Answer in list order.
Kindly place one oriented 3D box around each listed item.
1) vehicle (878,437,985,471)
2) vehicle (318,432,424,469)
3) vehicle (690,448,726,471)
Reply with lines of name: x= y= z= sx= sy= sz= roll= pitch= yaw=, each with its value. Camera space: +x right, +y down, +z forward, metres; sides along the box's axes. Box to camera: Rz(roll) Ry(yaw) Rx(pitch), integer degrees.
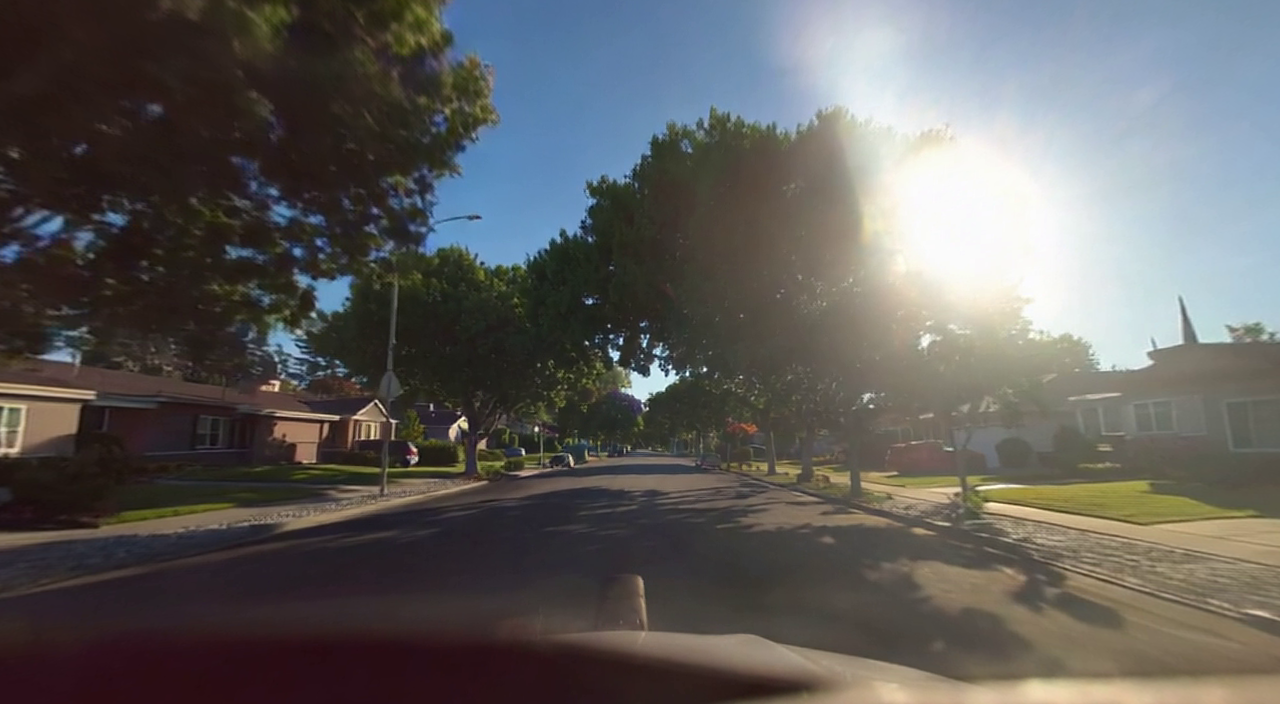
vehicle: x=14.280 y=4.964 z=31.001 sx=4.391 sy=1.555 sz=1.953 roll=1 pitch=-7 yaw=-12
vehicle: x=-15.257 y=5.661 z=35.972 sx=5.003 sy=1.805 sz=2.041 roll=10 pitch=-13 yaw=-37
vehicle: x=4.692 y=7.479 z=44.134 sx=1.893 sy=1.454 sz=4.219 roll=0 pitch=-9 yaw=-1
